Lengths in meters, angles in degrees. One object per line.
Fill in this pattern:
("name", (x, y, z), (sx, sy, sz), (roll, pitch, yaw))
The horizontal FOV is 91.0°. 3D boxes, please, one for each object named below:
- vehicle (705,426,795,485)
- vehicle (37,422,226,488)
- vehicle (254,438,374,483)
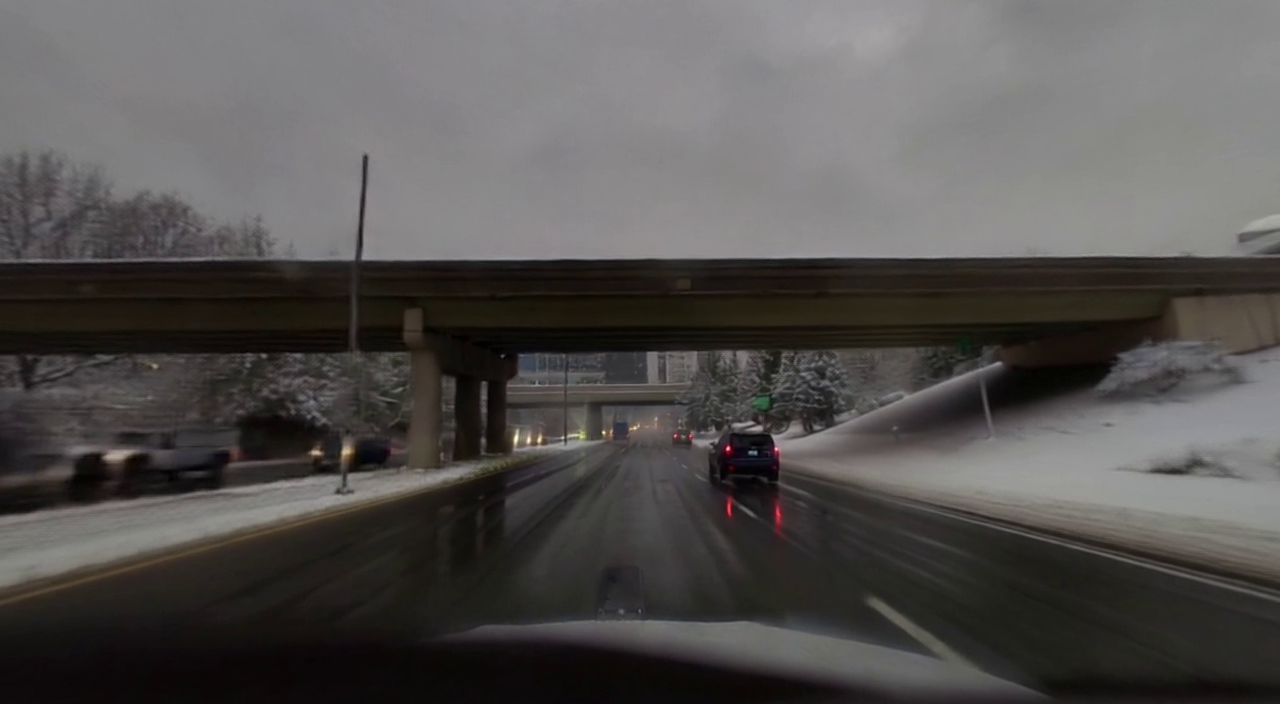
("vehicle", (3.450, 3.360, 20.722), (2.110, 1.712, 4.489), (0, -9, -1))
("vehicle", (-18.872, 3.856, 23.909), (2.375, 2.173, 5.733), (0, -9, 0))
("vehicle", (-11.835, 3.952, 23.298), (1.909, 1.486, 4.590), (0, -9, 1))
